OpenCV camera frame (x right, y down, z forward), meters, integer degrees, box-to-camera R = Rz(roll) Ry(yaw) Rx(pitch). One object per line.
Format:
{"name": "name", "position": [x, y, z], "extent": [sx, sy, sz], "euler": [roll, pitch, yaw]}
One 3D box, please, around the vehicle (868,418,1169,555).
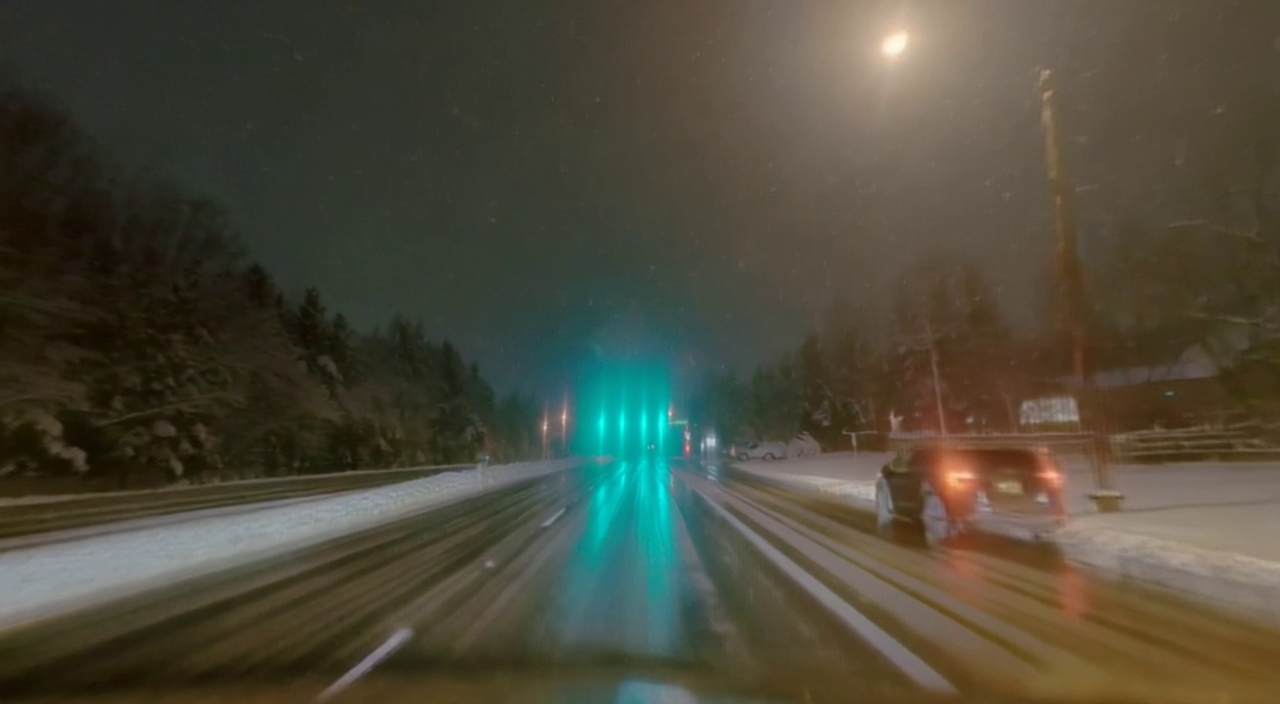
{"name": "vehicle", "position": [5.533, 2.008, 10.176], "extent": [2.057, 1.688, 4.596], "euler": [0, -8, 1]}
